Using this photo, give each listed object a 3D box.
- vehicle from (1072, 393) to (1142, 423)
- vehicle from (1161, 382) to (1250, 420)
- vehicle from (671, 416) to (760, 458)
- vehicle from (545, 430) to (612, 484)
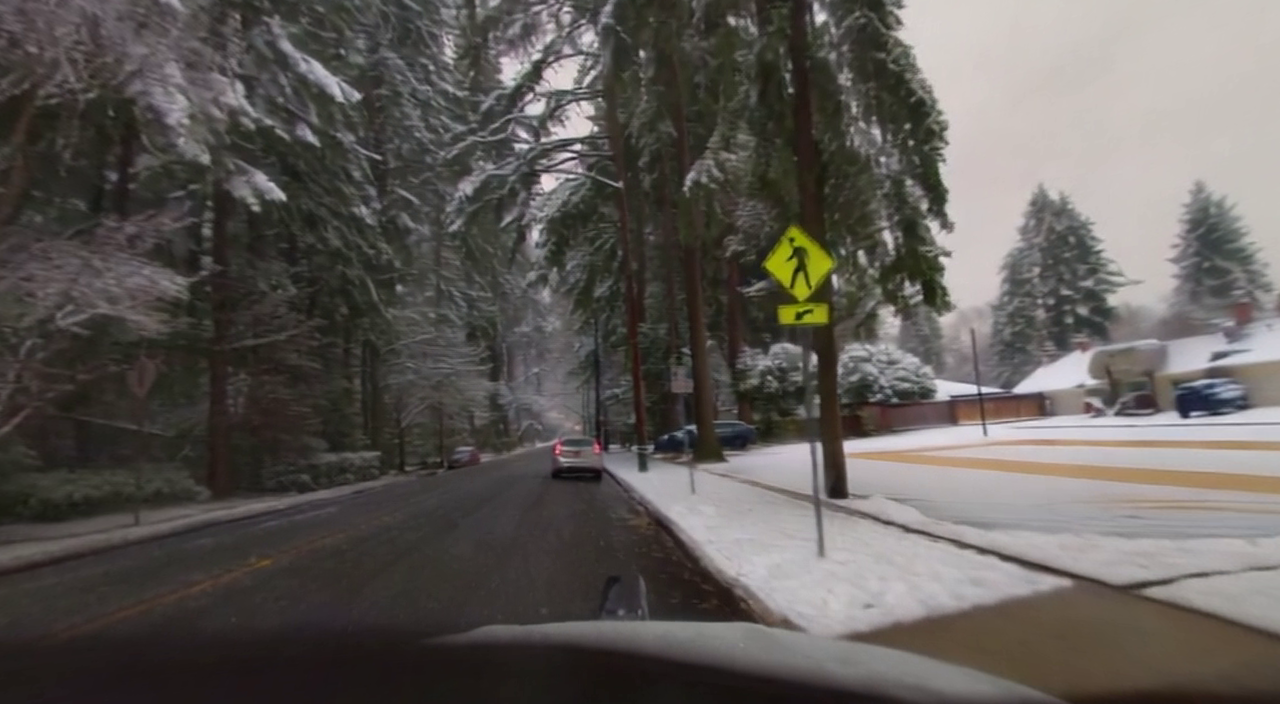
[{"bbox_3d":[28.111,3.411,37.988,4.245,1.601,1.912,5,-10,-33],"label":"vehicle"},{"bbox_3d":[28.506,2.515,31.804,4.481,1.634,1.973,5,-10,-31],"label":"vehicle"},{"bbox_3d":[3.977,4.402,32.882,4.390,1.696,1.954,-1,-6,-38],"label":"vehicle"},{"bbox_3d":[-2.276,3.833,23.251,2.204,1.776,4.262,1,-9,-6],"label":"vehicle"}]
